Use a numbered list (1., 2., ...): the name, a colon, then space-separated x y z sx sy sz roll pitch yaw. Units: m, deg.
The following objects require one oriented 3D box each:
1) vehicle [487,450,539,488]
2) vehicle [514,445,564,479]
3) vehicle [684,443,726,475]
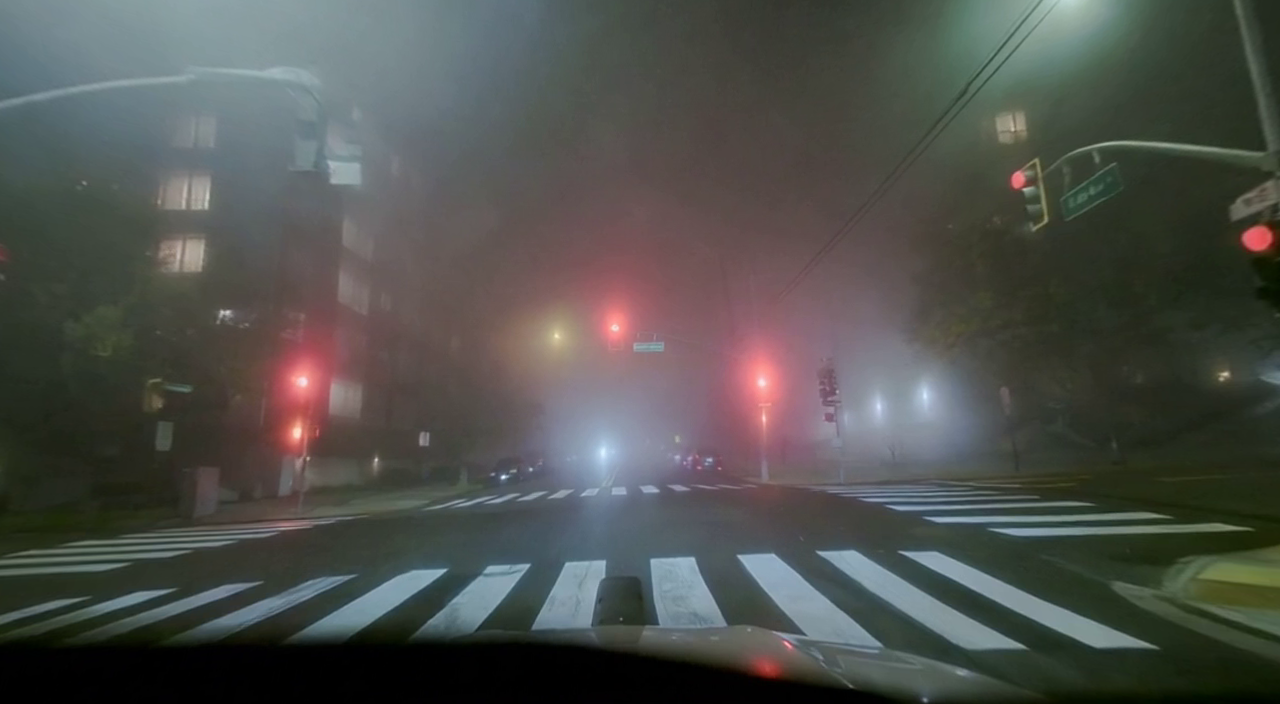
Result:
1. vehicle: -6.701 6.184 33.746 1.763 1.612 4.462 -8 -8 -1
2. vehicle: -6.454 7.052 40.776 2.175 1.849 4.725 -4 -8 2
3. vehicle: 3.579 5.964 35.553 1.924 1.657 4.665 0 -8 0
